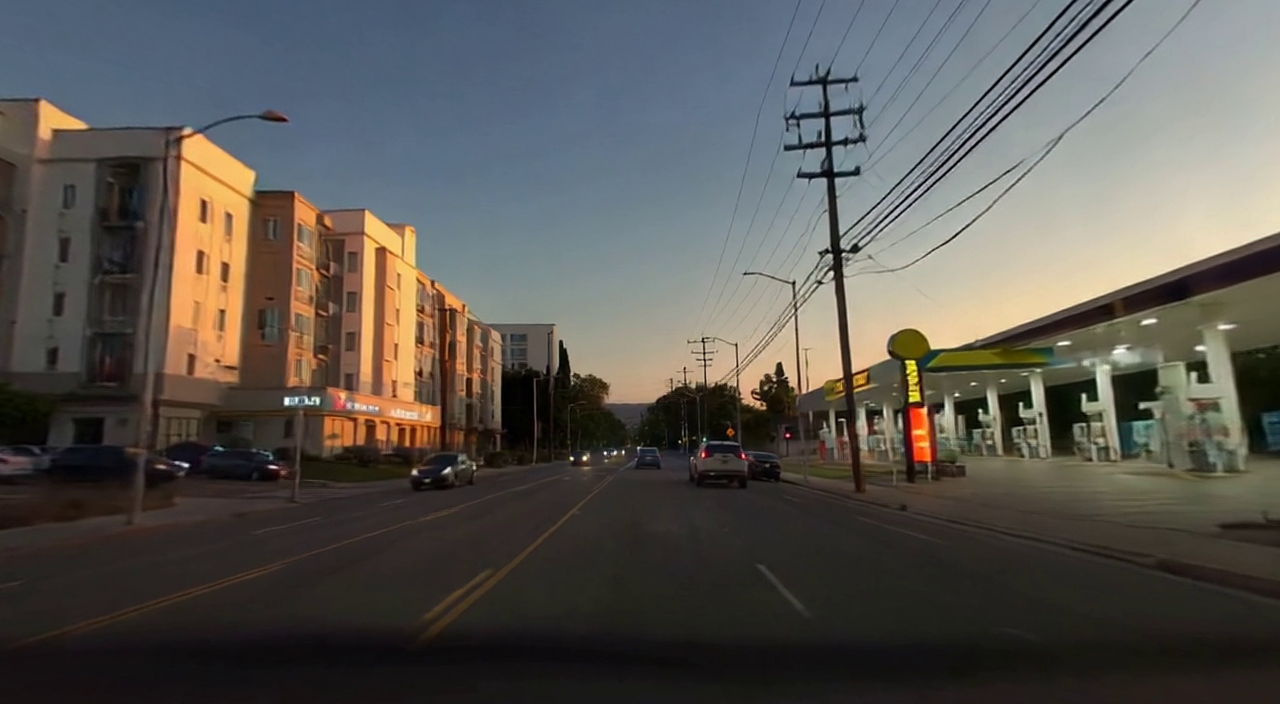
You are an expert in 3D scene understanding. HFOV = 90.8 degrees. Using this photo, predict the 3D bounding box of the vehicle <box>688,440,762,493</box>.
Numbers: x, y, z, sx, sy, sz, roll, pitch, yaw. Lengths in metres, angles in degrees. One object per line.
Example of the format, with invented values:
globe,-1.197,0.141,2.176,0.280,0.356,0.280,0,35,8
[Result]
vehicle,2.889,3.972,22.308,1.945,1.647,4.160,0,-8,-1

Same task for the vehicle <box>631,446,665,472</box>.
vehicle,0.553,6.642,39.329,1.999,1.487,3.939,-1,-8,2

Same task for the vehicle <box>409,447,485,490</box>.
vehicle,-8.808,5.301,29.218,2.000,1.796,4.529,0,-8,1

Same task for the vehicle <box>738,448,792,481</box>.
vehicle,6.240,5.632,32.006,1.914,1.513,4.474,0,-8,1

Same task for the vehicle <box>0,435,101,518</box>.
vehicle,-17.606,3.329,16.921,4.591,1.852,2.241,-3,-3,5

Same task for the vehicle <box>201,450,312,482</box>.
vehicle,-18.436,5.479,30.514,4.182,1.486,1.808,0,-8,1
